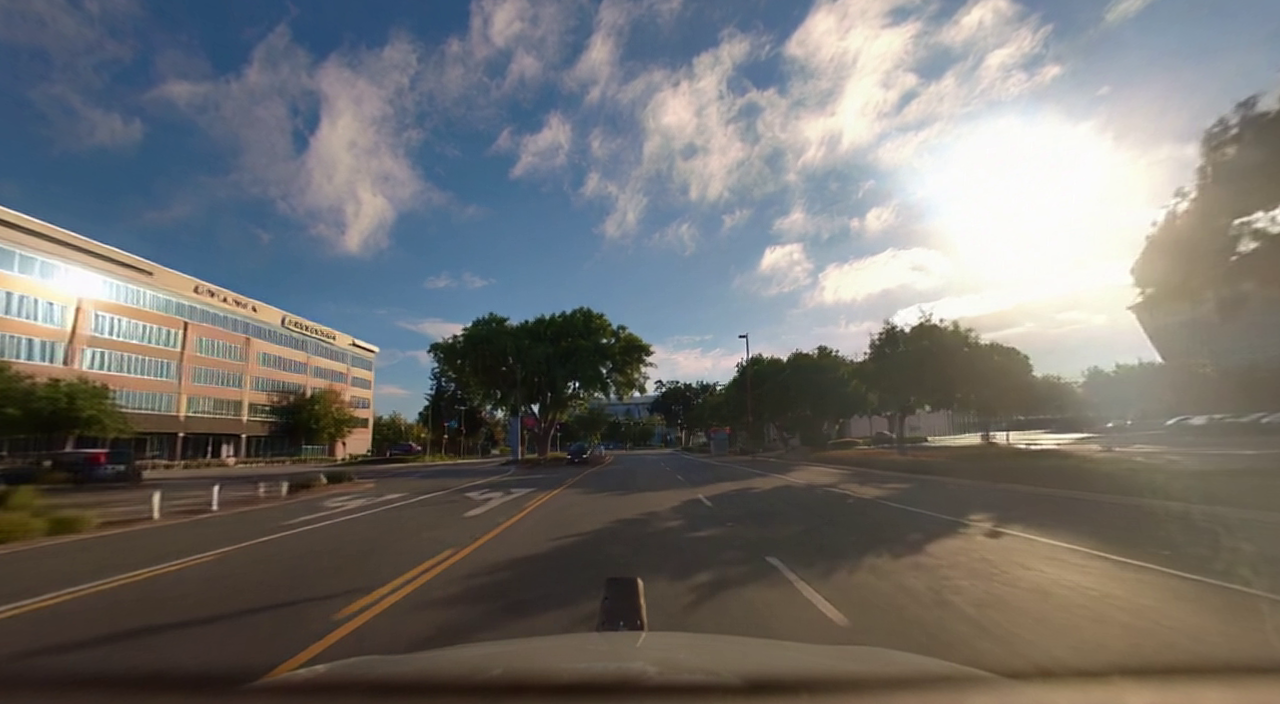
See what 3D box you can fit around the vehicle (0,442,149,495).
[{"bbox_3d":[-29.705,6.062,32.665,6.271,2.087,2.748,-4,-14,0],"label":"vehicle"}]
